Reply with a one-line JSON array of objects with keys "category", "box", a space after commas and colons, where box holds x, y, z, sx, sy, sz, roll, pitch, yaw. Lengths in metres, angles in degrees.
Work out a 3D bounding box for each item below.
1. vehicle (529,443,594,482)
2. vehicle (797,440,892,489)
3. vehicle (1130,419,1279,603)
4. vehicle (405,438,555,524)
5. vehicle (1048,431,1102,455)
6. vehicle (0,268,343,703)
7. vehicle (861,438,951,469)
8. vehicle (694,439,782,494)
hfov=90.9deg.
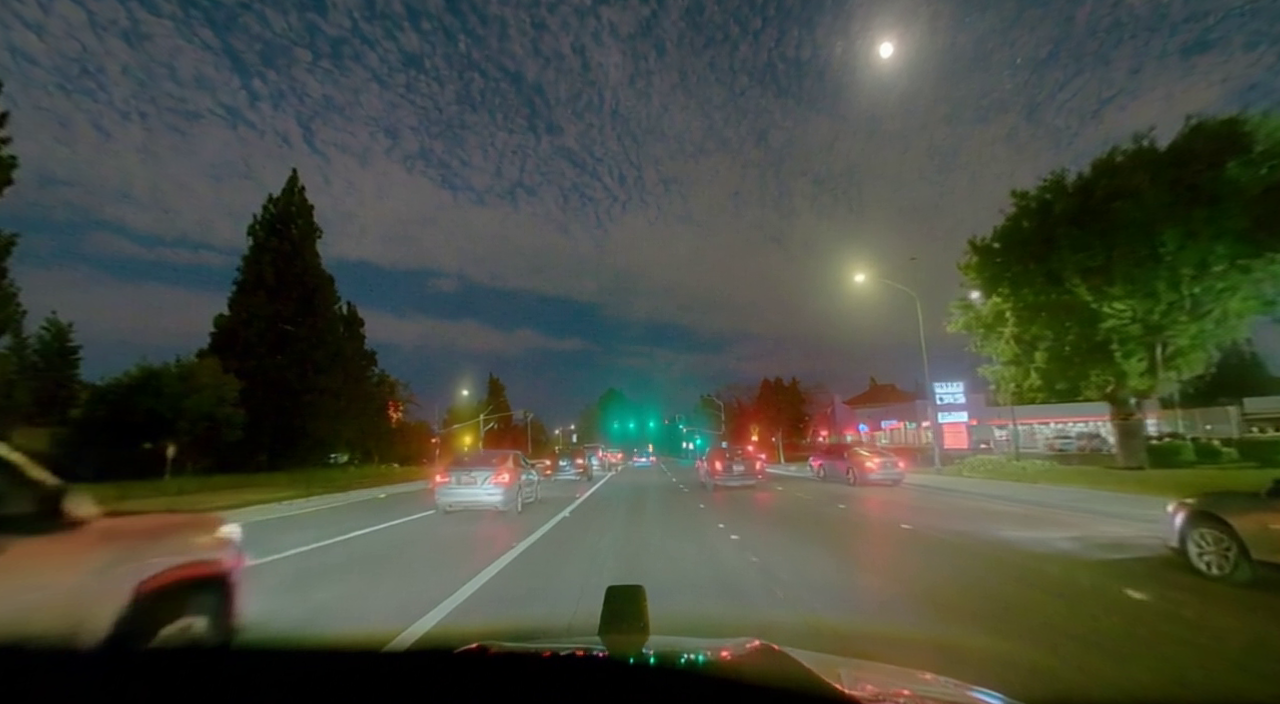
[{"category": "vehicle", "box": [-3.194, 4.633, 26.705, 2.087, 1.494, 4.626, -1, -9, 1]}, {"category": "vehicle", "box": [7.170, 3.978, 22.679, 2.070, 1.547, 4.941, -1, -9, 4]}, {"category": "vehicle", "box": [6.337, 1.209, 4.499, 1.881, 1.540, 4.750, 0, -9, 1]}, {"category": "vehicle", "box": [-3.080, 2.580, 13.195, 1.952, 1.457, 4.372, -1, -9, 1]}, {"category": "vehicle", "box": [29.383, 6.128, 42.688, 1.793, 1.478, 4.462, -4, -9, 20]}, {"category": "vehicle", "box": [-2.899, 0.646, 1.621, 2.117, 1.799, 4.442, 0, -9, -1]}, {"category": "vehicle", "box": [14.940, 5.666, 35.405, 4.337, 1.614, 2.043, 3, -9, -20]}, {"category": "vehicle", "box": [2.894, 3.496, 19.581, 2.004, 1.512, 4.206, 0, -9, 0]}]
